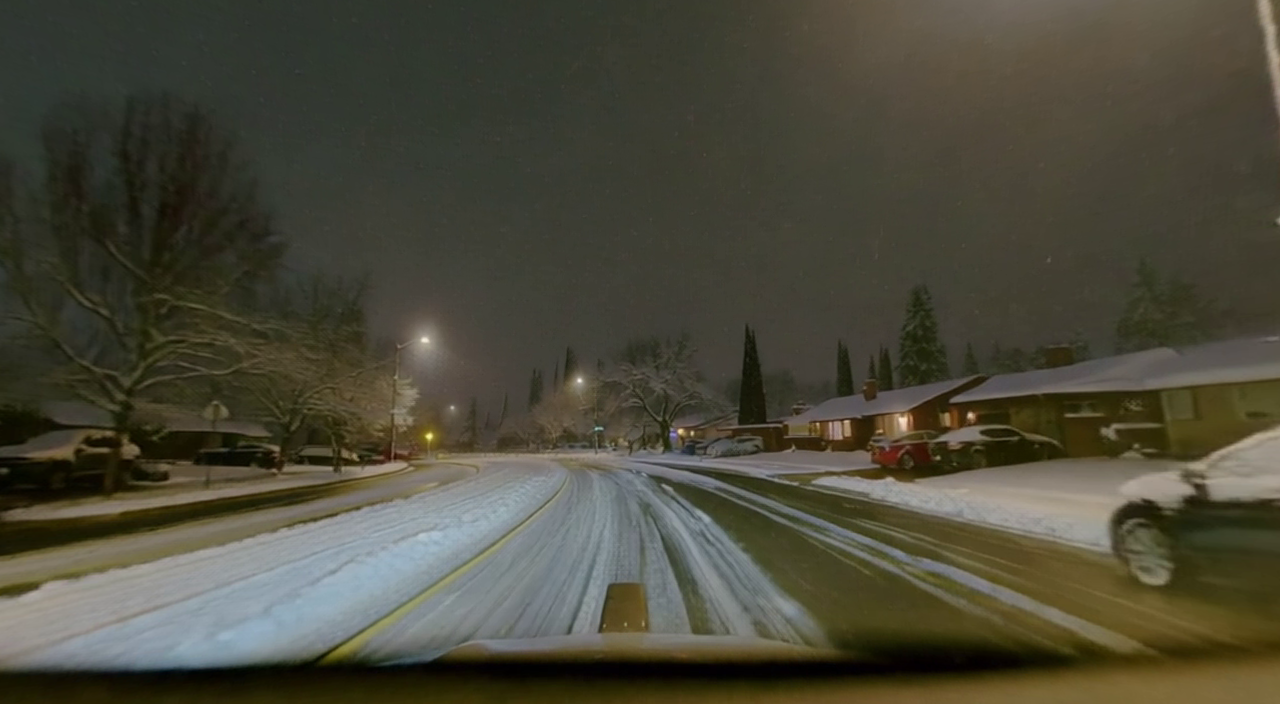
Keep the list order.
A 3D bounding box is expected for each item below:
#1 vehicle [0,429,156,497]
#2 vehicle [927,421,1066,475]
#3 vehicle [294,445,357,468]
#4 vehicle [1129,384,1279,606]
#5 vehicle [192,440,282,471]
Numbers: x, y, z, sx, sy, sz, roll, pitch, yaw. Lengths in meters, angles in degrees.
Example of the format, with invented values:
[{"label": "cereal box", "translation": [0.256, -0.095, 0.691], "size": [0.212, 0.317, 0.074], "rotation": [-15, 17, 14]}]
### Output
[{"label": "vehicle", "translation": [-18.580, 3.559, 20.618], "size": [2.077, 1.948, 4.705], "rotation": [1, -9, -7]}, {"label": "vehicle", "translation": [14.155, 3.828, 25.246], "size": [4.350, 2.047, 1.841], "rotation": [0, -8, 2]}, {"label": "vehicle", "translation": [-24.192, 8.051, 48.634], "size": [3.899, 1.729, 2.064], "rotation": [2, -9, -13]}, {"label": "vehicle", "translation": [6.682, 1.089, 4.508], "size": [2.315, 1.869, 4.678], "rotation": [1, -9, -5]}, {"label": "vehicle", "translation": [-24.661, 6.333, 38.700], "size": [4.128, 1.861, 1.959], "rotation": [2, -9, -14]}]
